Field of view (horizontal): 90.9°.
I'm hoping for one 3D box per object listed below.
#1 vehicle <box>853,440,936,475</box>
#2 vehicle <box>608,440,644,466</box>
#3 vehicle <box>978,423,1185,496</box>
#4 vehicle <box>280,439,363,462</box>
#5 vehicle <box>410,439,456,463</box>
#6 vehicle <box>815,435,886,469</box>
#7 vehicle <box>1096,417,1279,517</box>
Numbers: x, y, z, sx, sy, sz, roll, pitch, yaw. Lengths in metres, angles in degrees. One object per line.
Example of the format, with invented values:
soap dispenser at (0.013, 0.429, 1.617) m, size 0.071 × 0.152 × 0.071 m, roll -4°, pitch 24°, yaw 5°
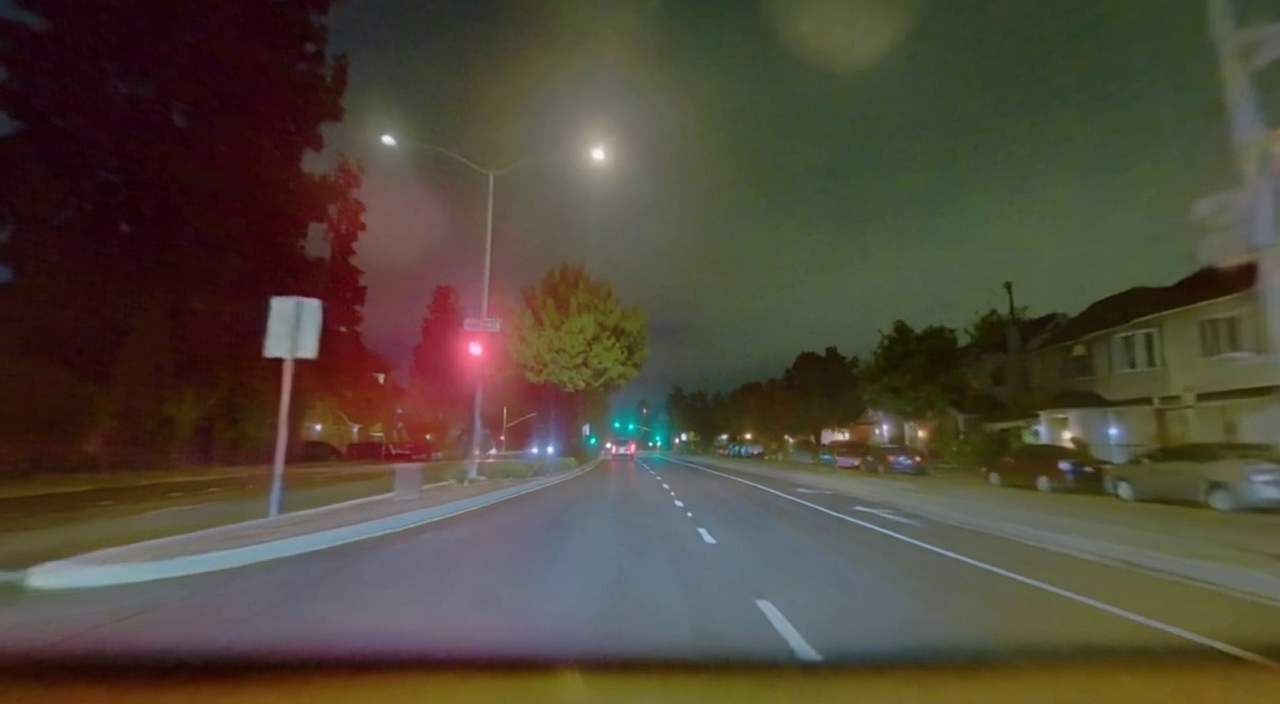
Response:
vehicle at (11.438, 4.746, 28.721) m, size 1.838 × 1.443 × 4.563 m, roll 0°, pitch -8°, yaw -1°
vehicle at (-0.862, 6.203, 38.867) m, size 2.113 × 1.462 × 4.203 m, roll 0°, pitch -8°, yaw -2°
vehicle at (11.811, 2.924, 17.426) m, size 2.226 × 1.720 × 4.708 m, roll 0°, pitch -8°, yaw -1°
vehicle at (-21.353, 6.609, 42.342) m, size 4.547 × 1.484 × 1.914 m, roll 0°, pitch -8°, yaw 1°
vehicle at (-15.806, 7.586, 48.335) m, size 2.042 × 1.748 × 4.584 m, roll 0°, pitch -8°, yaw -1°
vehicle at (11.259, 5.410, 34.138) m, size 2.156 × 1.689 × 4.774 m, roll 0°, pitch -8°, yaw 0°
vehicle at (11.797, 2.223, 12.500) m, size 2.018 × 1.665 × 4.576 m, roll 0°, pitch -8°, yaw 0°
